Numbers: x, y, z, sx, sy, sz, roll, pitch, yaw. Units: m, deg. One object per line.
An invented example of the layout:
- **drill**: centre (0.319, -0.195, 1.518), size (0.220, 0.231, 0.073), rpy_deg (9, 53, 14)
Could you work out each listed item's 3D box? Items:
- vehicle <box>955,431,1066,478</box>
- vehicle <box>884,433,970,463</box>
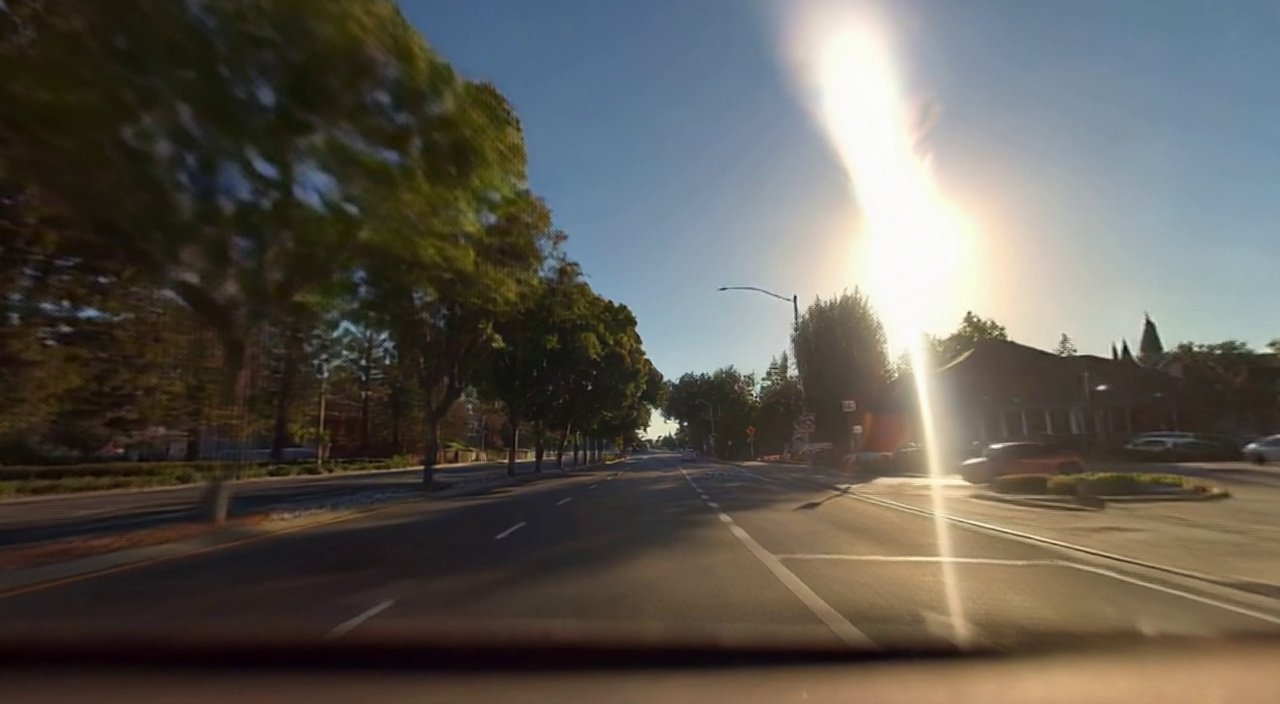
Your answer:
- **vehicle**: centre (13.716, 3.831, 23.294), size (4.744, 1.475, 2.008), rpy_deg (9, -16, -41)
- **vehicle**: centre (18.678, 6.272, 41.200), size (4.543, 1.838, 2.127), rpy_deg (1, -9, -7)
